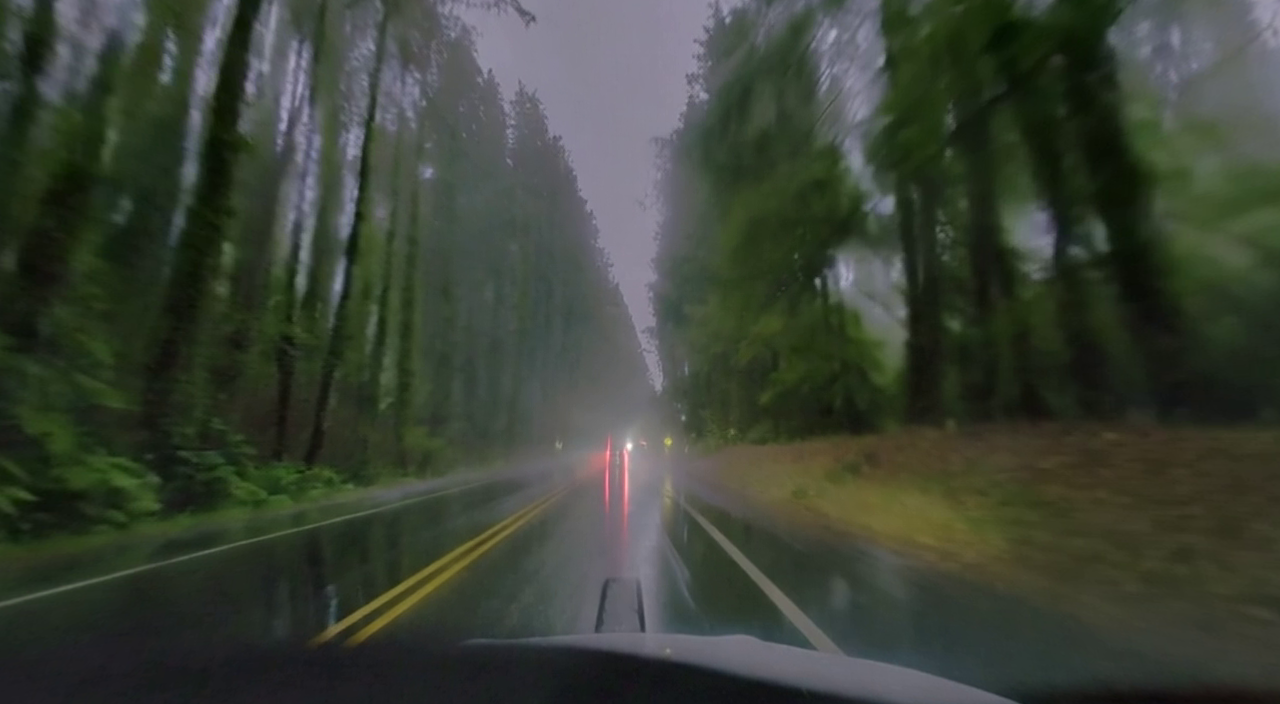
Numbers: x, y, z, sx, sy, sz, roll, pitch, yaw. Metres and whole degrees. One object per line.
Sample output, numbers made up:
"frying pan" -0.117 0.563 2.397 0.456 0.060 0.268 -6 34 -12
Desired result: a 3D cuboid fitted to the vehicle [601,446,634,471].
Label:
"vehicle" -1.498 6.964 41.563 2.042 1.489 3.963 0 -9 -2
